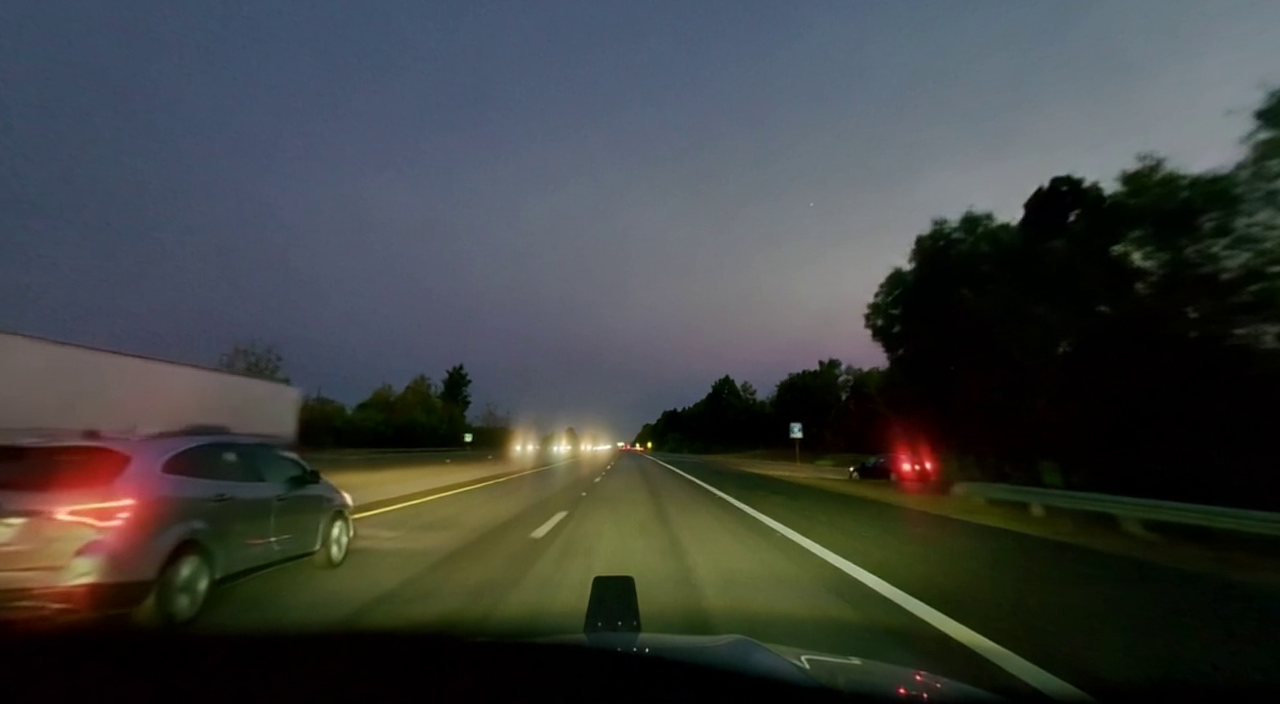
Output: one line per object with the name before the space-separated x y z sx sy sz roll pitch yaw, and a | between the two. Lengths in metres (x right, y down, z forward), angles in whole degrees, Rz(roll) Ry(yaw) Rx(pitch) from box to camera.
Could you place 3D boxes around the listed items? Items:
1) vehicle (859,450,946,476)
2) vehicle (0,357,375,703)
vehicle | 16.907 7.164 40.710 2.117 1.558 4.736 6 -11 -35
vehicle | -3.912 1.155 4.468 2.111 1.717 4.426 0 -9 0
